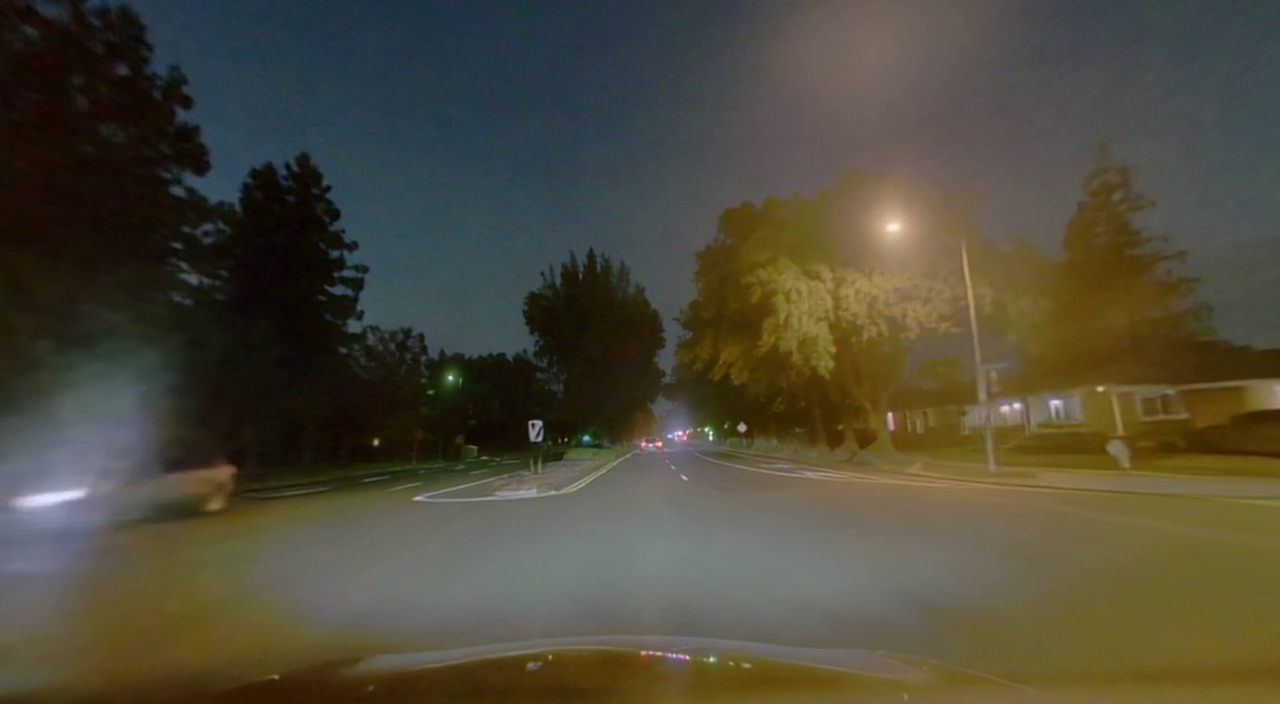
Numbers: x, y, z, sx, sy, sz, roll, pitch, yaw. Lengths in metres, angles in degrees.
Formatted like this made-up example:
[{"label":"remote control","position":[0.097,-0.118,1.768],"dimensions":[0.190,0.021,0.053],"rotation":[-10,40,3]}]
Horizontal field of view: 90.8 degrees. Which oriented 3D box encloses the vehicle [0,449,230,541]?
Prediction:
[{"label":"vehicle","position":[-10.619,2.695,12.615],"dimensions":[1.960,1.465,4.194],"rotation":[0,-8,1]}]
